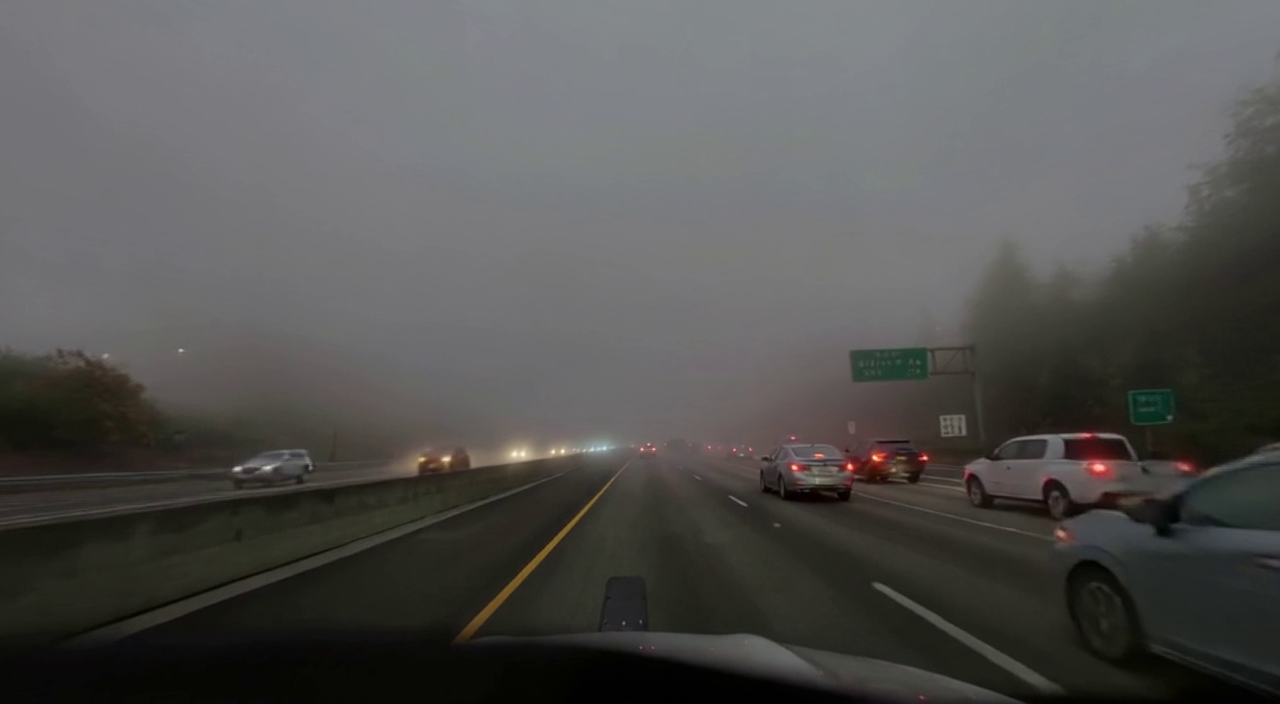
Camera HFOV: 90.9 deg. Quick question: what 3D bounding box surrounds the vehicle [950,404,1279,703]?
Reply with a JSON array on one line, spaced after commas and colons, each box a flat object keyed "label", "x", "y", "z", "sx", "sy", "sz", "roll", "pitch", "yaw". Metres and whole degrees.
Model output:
[{"label": "vehicle", "x": 3.463, "y": 0.940, "z": 2.388, "sx": 2.198, "sy": 1.467, "sz": 4.675, "roll": 0, "pitch": -8, "yaw": 0}]

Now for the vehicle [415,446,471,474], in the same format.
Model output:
[{"label": "vehicle", "x": -12.825, "y": 7.014, "z": 41.350, "sx": 2.123, "sy": 1.698, "sz": 4.656, "roll": 0, "pitch": -8, "yaw": 0}]

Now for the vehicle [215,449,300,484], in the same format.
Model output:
[{"label": "vehicle", "x": -21.130, "y": 6.318, "z": 35.076, "sx": 1.945, "sy": 1.756, "sz": 4.348, "roll": 0, "pitch": -8, "yaw": 0}]

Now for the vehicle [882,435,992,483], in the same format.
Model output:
[{"label": "vehicle", "x": 11.541, "y": 4.161, "z": 24.939, "sx": 1.954, "sy": 1.685, "sz": 4.935, "roll": 0, "pitch": -8, "yaw": 0}]

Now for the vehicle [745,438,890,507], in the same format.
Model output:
[{"label": "vehicle", "x": 4.284, "y": 2.994, "z": 16.256, "sx": 2.223, "sy": 1.483, "sz": 5.075, "roll": 0, "pitch": -8, "yaw": 0}]
